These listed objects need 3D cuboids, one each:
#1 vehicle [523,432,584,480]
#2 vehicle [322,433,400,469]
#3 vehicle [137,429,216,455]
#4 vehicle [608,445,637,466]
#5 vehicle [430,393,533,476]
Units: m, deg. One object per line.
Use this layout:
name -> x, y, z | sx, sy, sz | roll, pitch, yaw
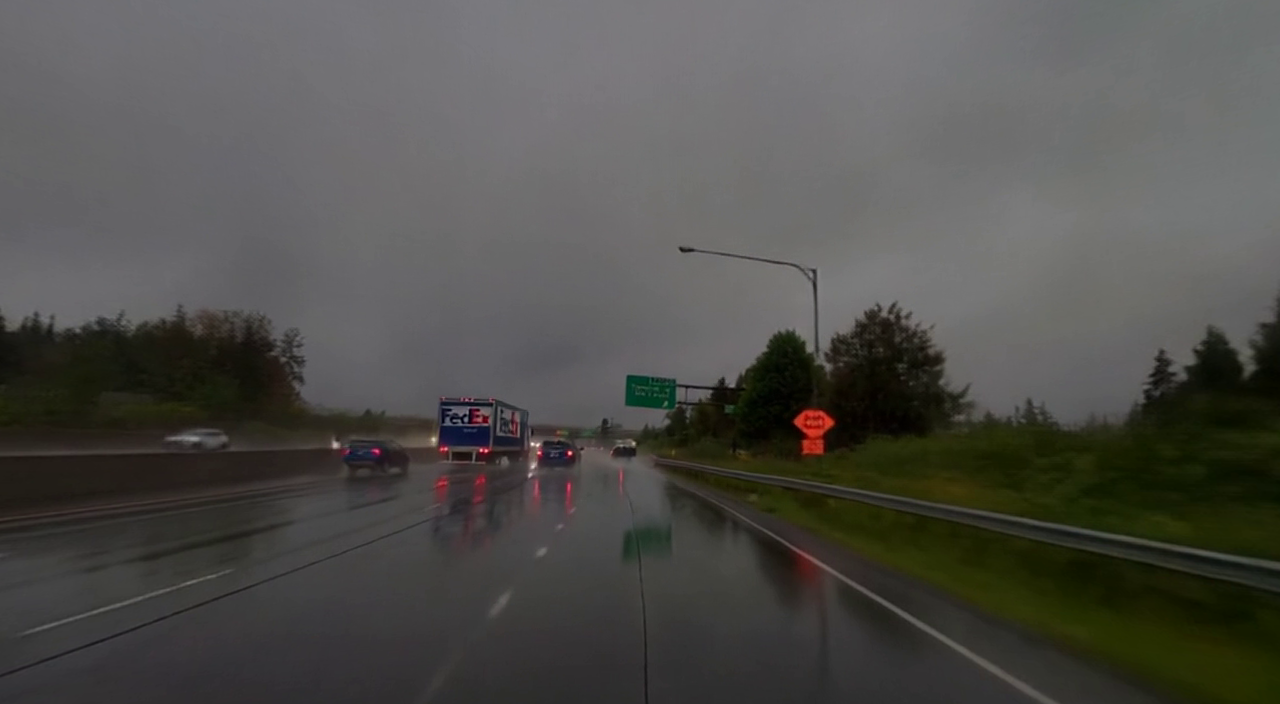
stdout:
vehicle -> -3.654, 4.487, 27.488 | 2.170, 1.886, 4.628 | 0, -9, -2
vehicle -> -13.937, 4.999, 31.901 | 2.018, 1.668, 4.409 | 0, -9, -2
vehicle -> -30.412, 5.971, 41.631 | 1.972, 1.619, 4.414 | 1, -9, -3
vehicle -> -1.359, 7.661, 46.824 | 2.043, 1.489, 3.839 | 1, -9, -3
vehicle -> -6.966, 3.899, 29.222 | 2.870, 3.266, 8.589 | 0, -9, -2
